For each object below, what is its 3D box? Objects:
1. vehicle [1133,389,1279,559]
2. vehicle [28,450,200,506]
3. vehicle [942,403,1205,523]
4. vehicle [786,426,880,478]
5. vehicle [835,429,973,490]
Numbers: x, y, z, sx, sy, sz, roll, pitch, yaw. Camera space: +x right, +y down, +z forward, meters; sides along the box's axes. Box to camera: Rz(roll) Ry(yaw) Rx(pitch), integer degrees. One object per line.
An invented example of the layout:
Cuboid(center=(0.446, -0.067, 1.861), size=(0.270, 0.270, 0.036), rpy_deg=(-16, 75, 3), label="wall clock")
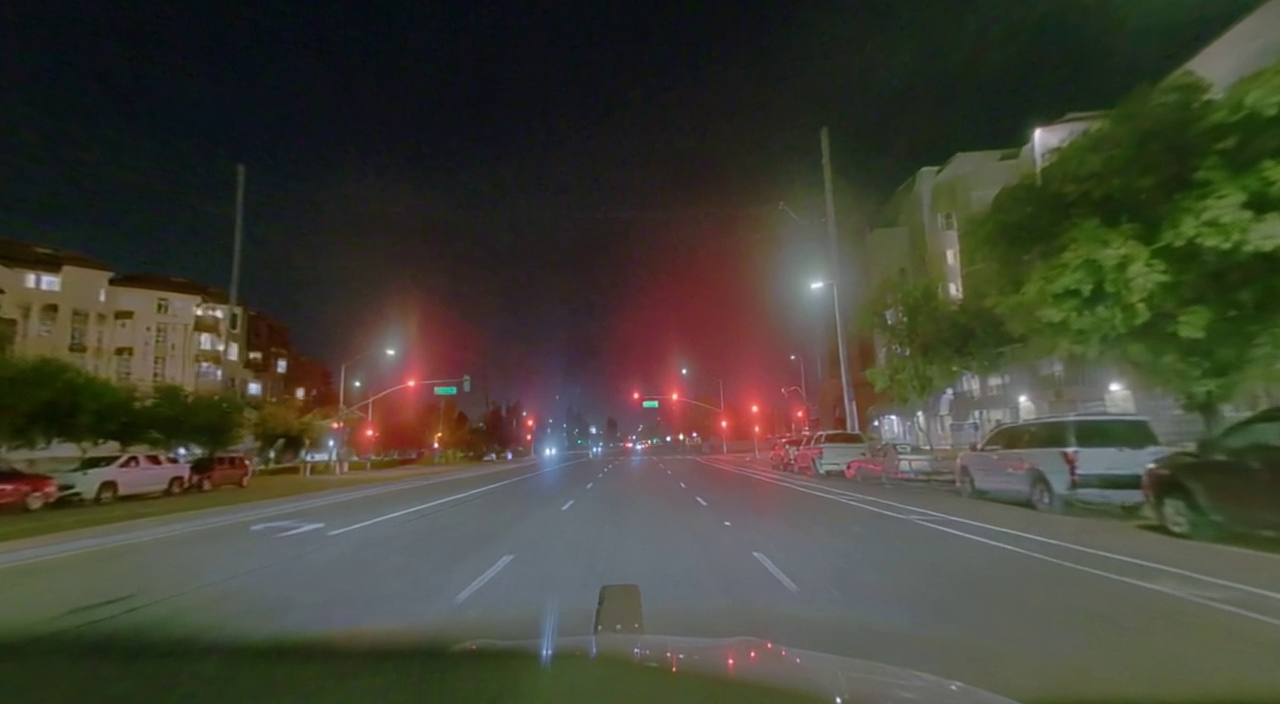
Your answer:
Cuboid(center=(7.960, 1.239, 6.327), size=(2.034, 1.822, 4.953), rpy_deg=(0, -9, 0), label="vehicle")
Cuboid(center=(-22.287, 5.312, 27.267), size=(2.328, 1.929, 6.055), rpy_deg=(-4, -9, 0), label="vehicle")
Cuboid(center=(8.135, 2.136, 12.591), size=(1.870, 1.912, 4.657), rpy_deg=(0, -9, 0), label="vehicle")
Cuboid(center=(7.650, 4.054, 25.698), size=(2.130, 1.877, 5.334), rpy_deg=(0, -9, 0), label="vehicle")
Cuboid(center=(7.892, 3.267, 19.488), size=(1.987, 1.628, 4.712), rpy_deg=(0, -9, -3), label="vehicle")
